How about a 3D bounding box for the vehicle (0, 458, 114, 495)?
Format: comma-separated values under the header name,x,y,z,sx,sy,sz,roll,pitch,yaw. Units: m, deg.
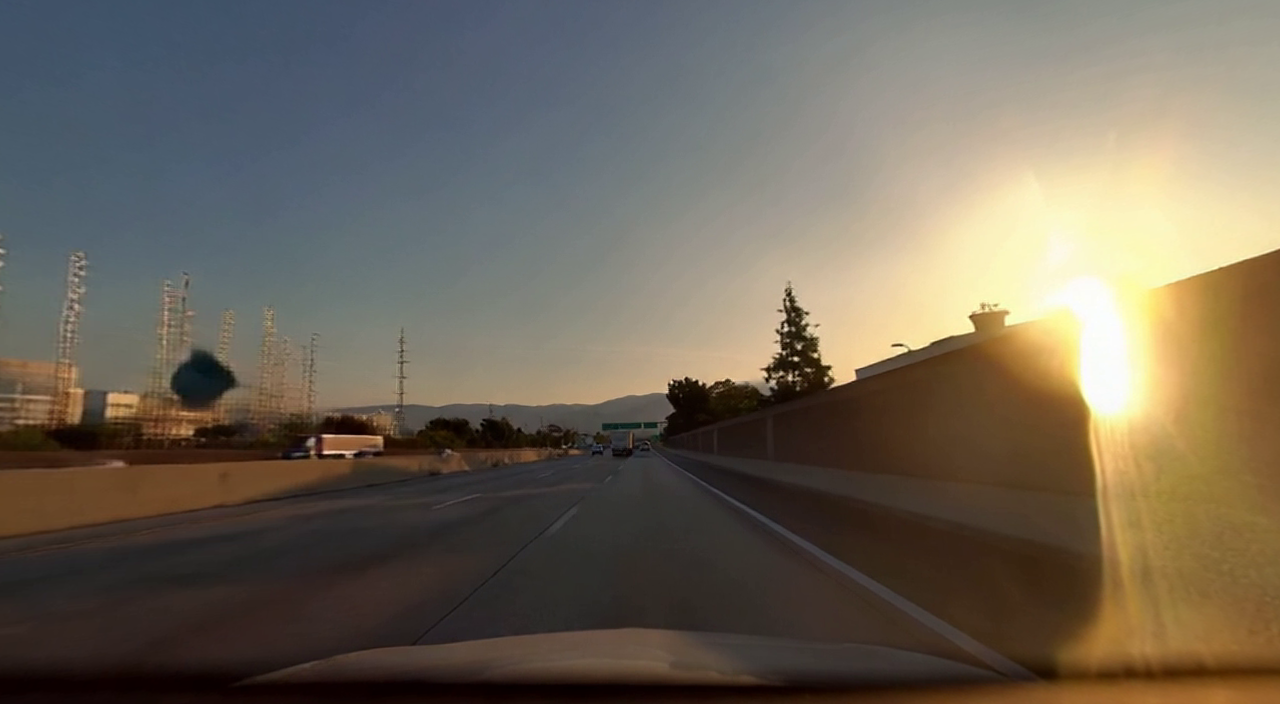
name,x,y,z,sx,sy,sz,roll,pitch,yaw
vehicle,-27.632,5.756,29.507,1.852,1.485,4.758,0,-8,1
